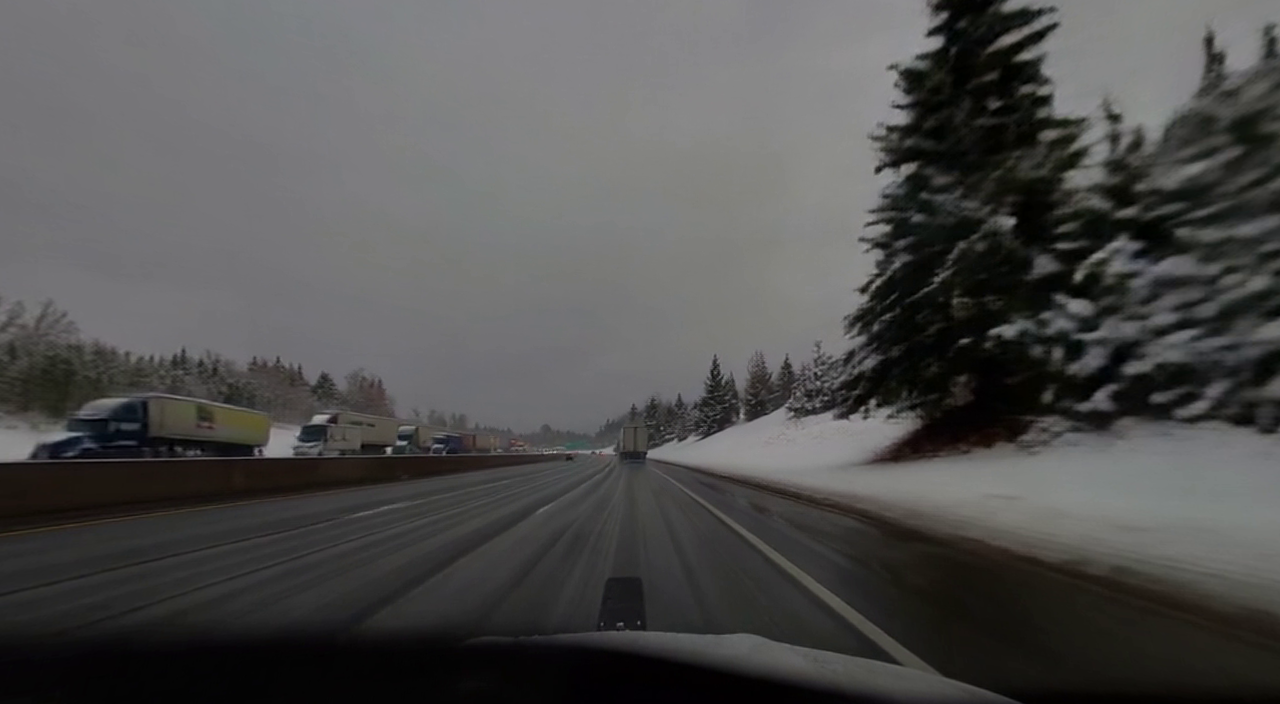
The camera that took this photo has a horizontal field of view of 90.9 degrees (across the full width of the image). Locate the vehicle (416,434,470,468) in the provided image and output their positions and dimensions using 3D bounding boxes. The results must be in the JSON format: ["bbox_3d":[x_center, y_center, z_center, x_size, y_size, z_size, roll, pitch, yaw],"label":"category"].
[{"bbox_3d":[-15.131,7.672,48.854,2.382,2.437,5.706,0,-9,-1],"label":"vehicle"}]

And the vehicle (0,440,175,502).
[{"bbox_3d":[-14.767,3.080,16.661,1.837,1.427,4.020,0,-9,0],"label":"vehicle"}]

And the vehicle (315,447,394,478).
[{"bbox_3d":[-14.705,5.711,32.769,1.935,1.486,4.694,0,-9,0],"label":"vehicle"}]

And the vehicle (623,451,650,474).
[{"bbox_3d":[-0.276,8.645,49.431,2.009,1.657,3.962,0,-9,-1],"label":"vehicle"}]

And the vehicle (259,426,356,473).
[{"bbox_3d":[-19.392,5.764,37.236,2.379,2.537,6.065,0,-9,0],"label":"vehicle"}]

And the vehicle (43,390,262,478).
[{"bbox_3d":[-23.870,4.294,32.055,2.893,3.701,10.393,0,-9,-1],"label":"vehicle"}]
